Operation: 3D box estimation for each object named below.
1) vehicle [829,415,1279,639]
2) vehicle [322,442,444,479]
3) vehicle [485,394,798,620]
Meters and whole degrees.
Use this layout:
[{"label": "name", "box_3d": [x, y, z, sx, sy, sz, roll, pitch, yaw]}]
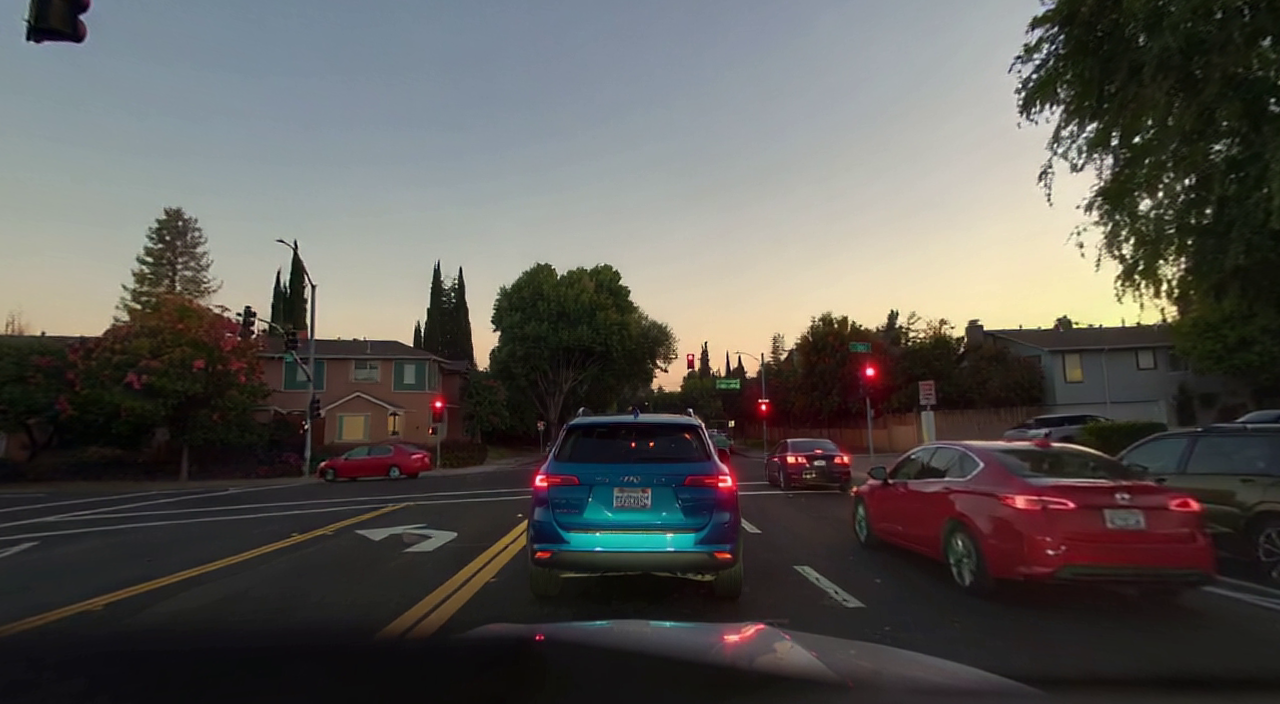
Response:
[{"label": "vehicle", "box_3d": [3.767, 1.561, 6.801, 2.077, 1.527, 4.755, 0, -8, 1]}, {"label": "vehicle", "box_3d": [-11.194, 4.713, 27.547, 4.723, 1.486, 1.800, 4, -9, -25]}, {"label": "vehicle", "box_3d": [0.048, 1.475, 6.953, 2.322, 1.667, 4.367, 0, -8, 1]}]
